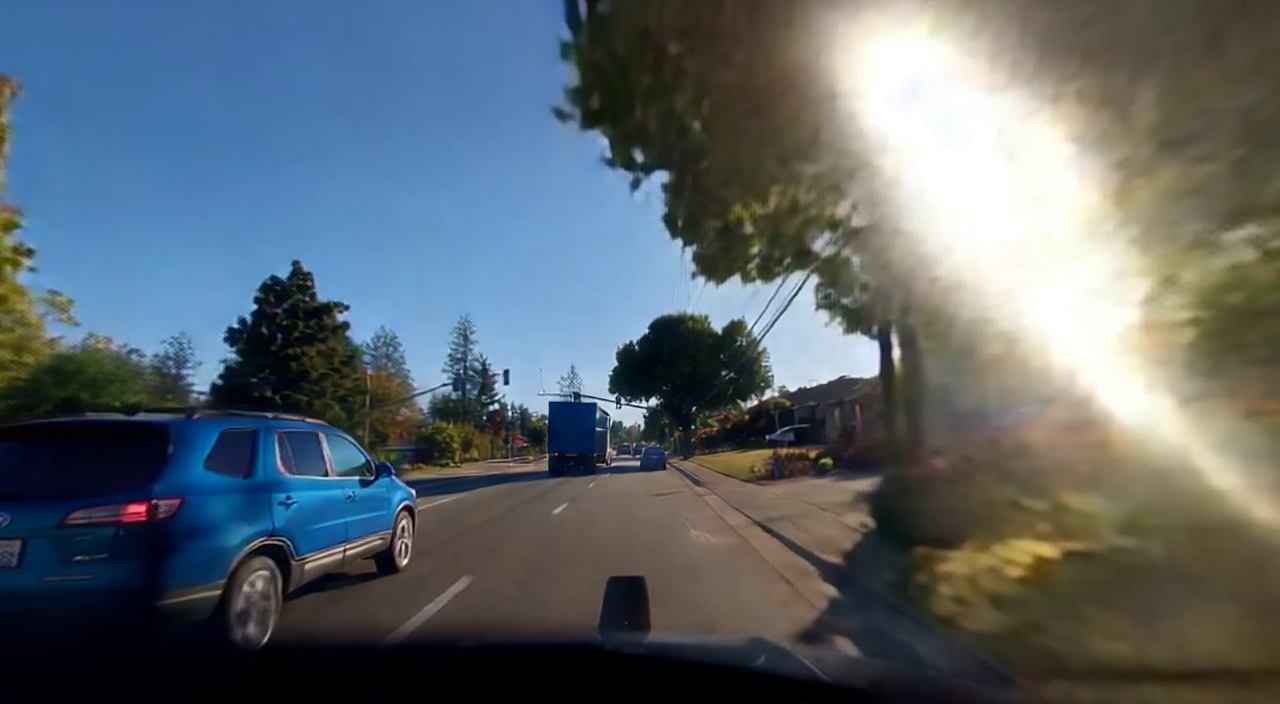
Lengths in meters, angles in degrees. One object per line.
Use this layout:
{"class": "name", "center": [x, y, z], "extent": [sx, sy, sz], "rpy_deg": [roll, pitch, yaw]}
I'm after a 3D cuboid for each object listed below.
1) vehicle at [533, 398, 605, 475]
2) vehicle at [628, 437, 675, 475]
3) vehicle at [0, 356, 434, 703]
{"class": "vehicle", "center": [-3.626, 4.724, 34.694], "extent": [2.928, 3.658, 8.980], "rpy_deg": [0, -8, 0]}
{"class": "vehicle", "center": [0.565, 5.122, 31.208], "extent": [2.174, 1.749, 4.113], "rpy_deg": [0, -8, 1]}
{"class": "vehicle", "center": [-3.588, 1.264, 5.318], "extent": [2.093, 1.832, 4.508], "rpy_deg": [0, -9, 1]}
